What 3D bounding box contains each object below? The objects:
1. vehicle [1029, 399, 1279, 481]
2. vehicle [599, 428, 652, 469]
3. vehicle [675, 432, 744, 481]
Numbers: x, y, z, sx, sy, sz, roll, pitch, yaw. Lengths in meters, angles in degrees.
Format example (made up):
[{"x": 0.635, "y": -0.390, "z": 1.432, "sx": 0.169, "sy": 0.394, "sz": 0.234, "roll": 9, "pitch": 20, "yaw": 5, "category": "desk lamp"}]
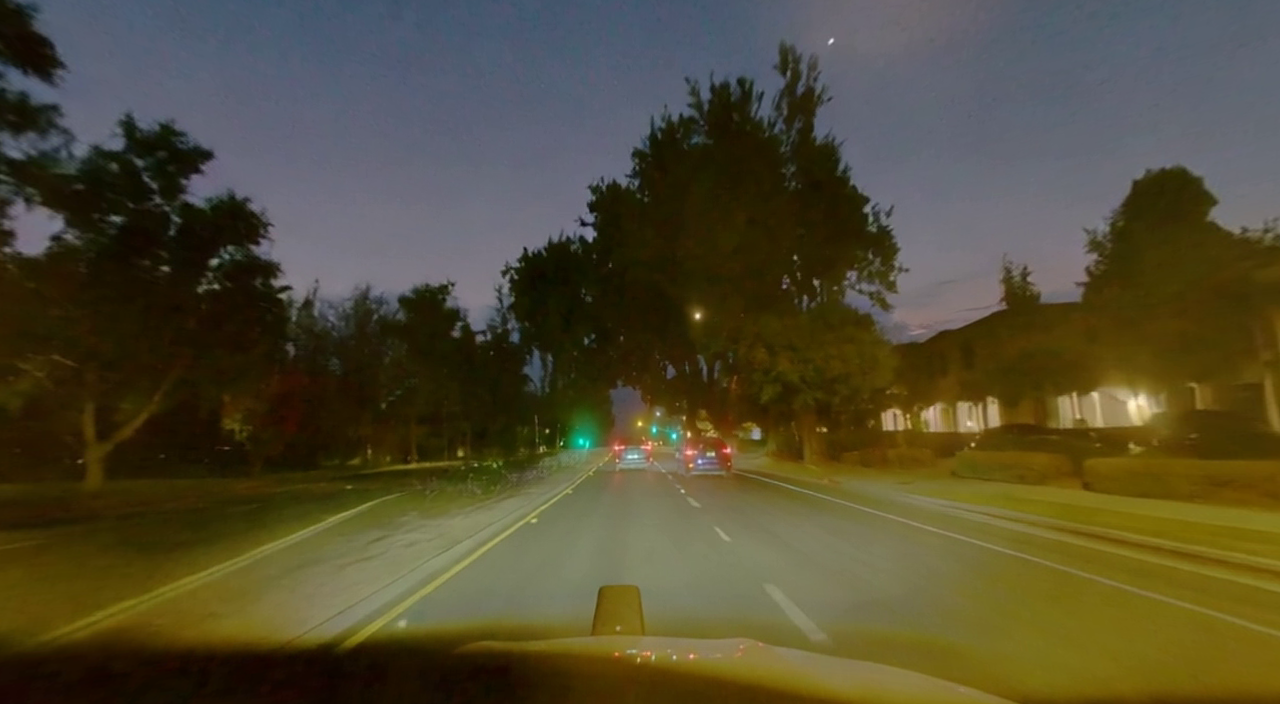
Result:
[{"x": 11.300, "y": 1.908, "z": 13.610, "sx": 4.557, "sy": 1.509, "sz": 1.971, "roll": -8, "pitch": -11, "yaw": 43, "category": "vehicle"}, {"x": -0.722, "y": 4.874, "z": 32.138, "sx": 2.488, "sy": 1.881, "sz": 4.814, "roll": 0, "pitch": -8, "yaw": -1, "category": "vehicle"}, {"x": 2.467, "y": 3.832, "z": 23.458, "sx": 2.003, "sy": 1.614, "sz": 4.072, "roll": 0, "pitch": -8, "yaw": -1, "category": "vehicle"}]
